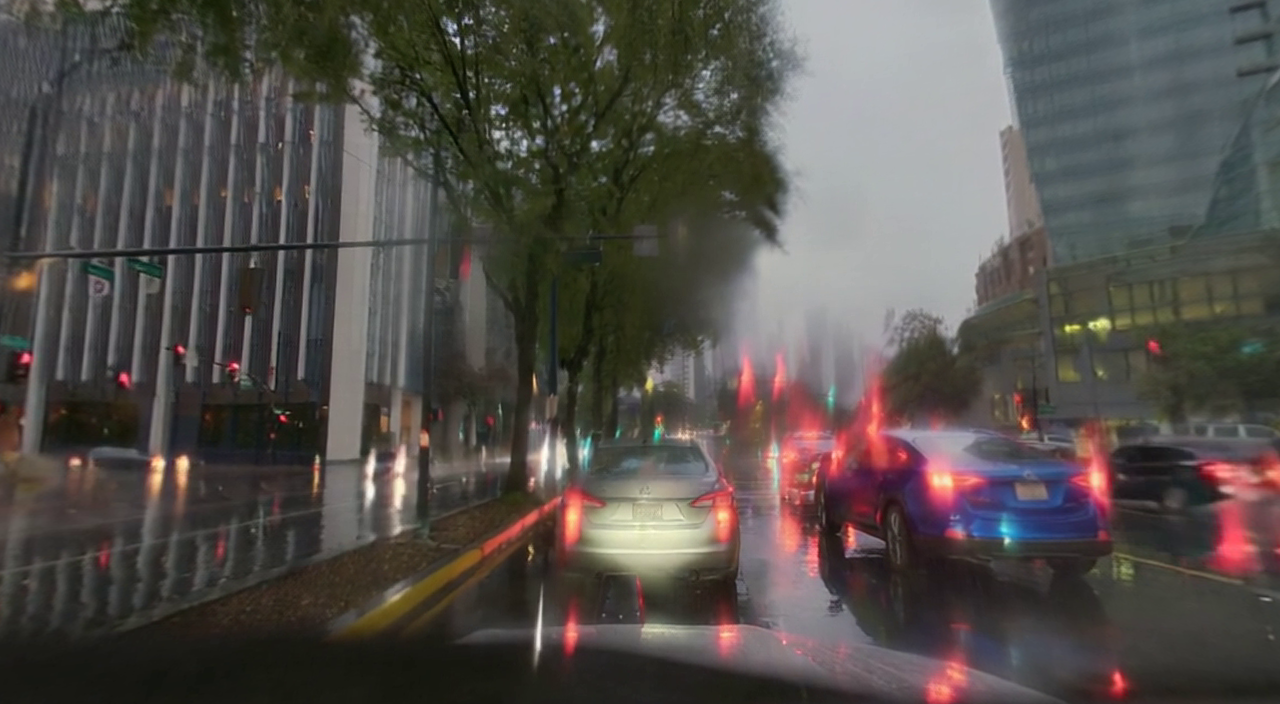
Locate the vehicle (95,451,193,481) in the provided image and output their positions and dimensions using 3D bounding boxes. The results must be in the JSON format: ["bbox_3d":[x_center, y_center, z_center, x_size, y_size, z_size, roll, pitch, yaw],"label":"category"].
[{"bbox_3d":[-26.655,6.125,34.034,3.657,1.528,1.783,1,-9,-3],"label":"vehicle"}]

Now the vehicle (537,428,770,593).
[{"bbox_3d":[0.086,1.732,7.743,2.087,1.468,4.014,0,-9,-1],"label":"vehicle"}]

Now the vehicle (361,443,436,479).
[{"bbox_3d":[-12.124,5.493,32.105,2.009,1.642,4.482,0,-9,0],"label":"vehicle"}]

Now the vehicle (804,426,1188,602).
[{"bbox_3d":[3.649,1.739,7.743,2.018,1.491,4.544,0,-9,-1],"label":"vehicle"}]

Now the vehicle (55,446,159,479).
[{"bbox_3d":[-31.188,6.452,37.050,4.147,1.873,1.961,0,-9,-3],"label":"vehicle"}]

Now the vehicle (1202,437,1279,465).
[{"bbox_3d":[35.201,5.638,36.129,4.190,1.535,1.998,0,-9,-1],"label":"vehicle"}]
